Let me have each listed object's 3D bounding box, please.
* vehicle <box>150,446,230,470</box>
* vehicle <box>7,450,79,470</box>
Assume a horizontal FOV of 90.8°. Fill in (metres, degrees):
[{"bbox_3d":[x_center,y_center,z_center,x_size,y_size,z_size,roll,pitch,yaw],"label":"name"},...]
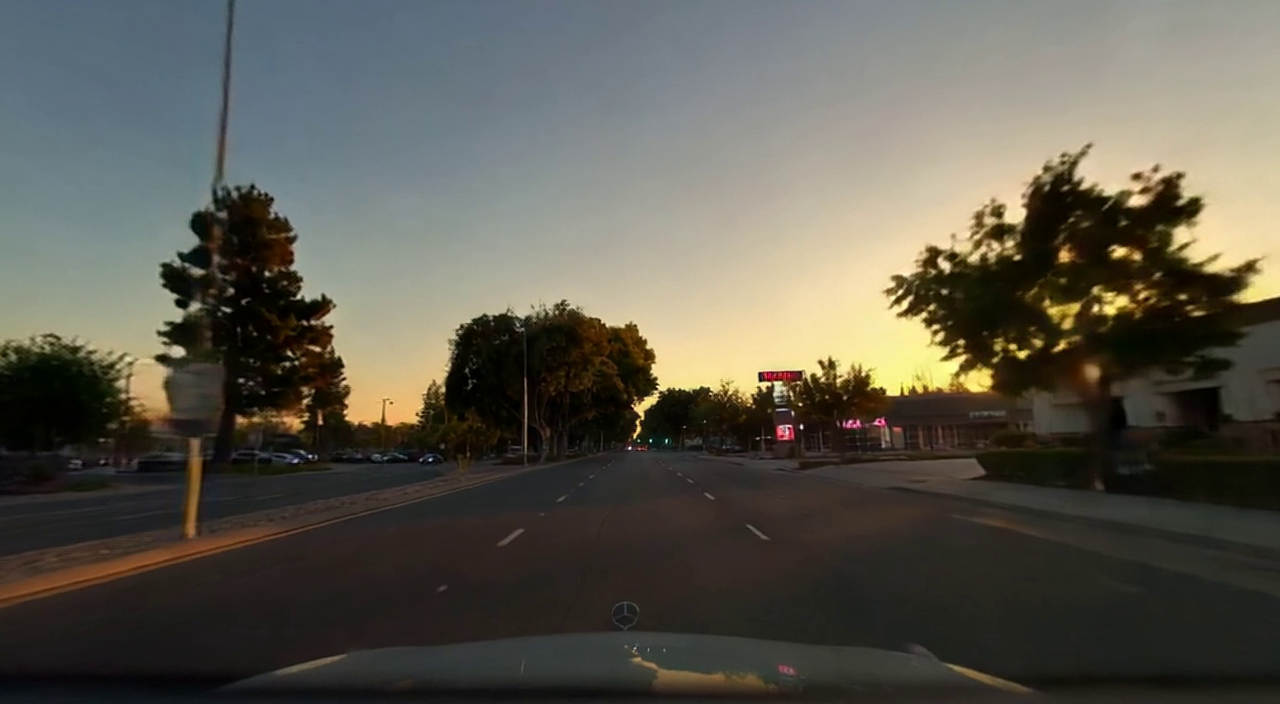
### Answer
[{"bbox_3d":[-33.436,7.883,47.030,4.359,1.667,1.914,0,-8,-1],"label":"vehicle"},{"bbox_3d":[-46.181,8.333,48.857,4.434,1.457,1.939,-3,-9,17],"label":"vehicle"}]
